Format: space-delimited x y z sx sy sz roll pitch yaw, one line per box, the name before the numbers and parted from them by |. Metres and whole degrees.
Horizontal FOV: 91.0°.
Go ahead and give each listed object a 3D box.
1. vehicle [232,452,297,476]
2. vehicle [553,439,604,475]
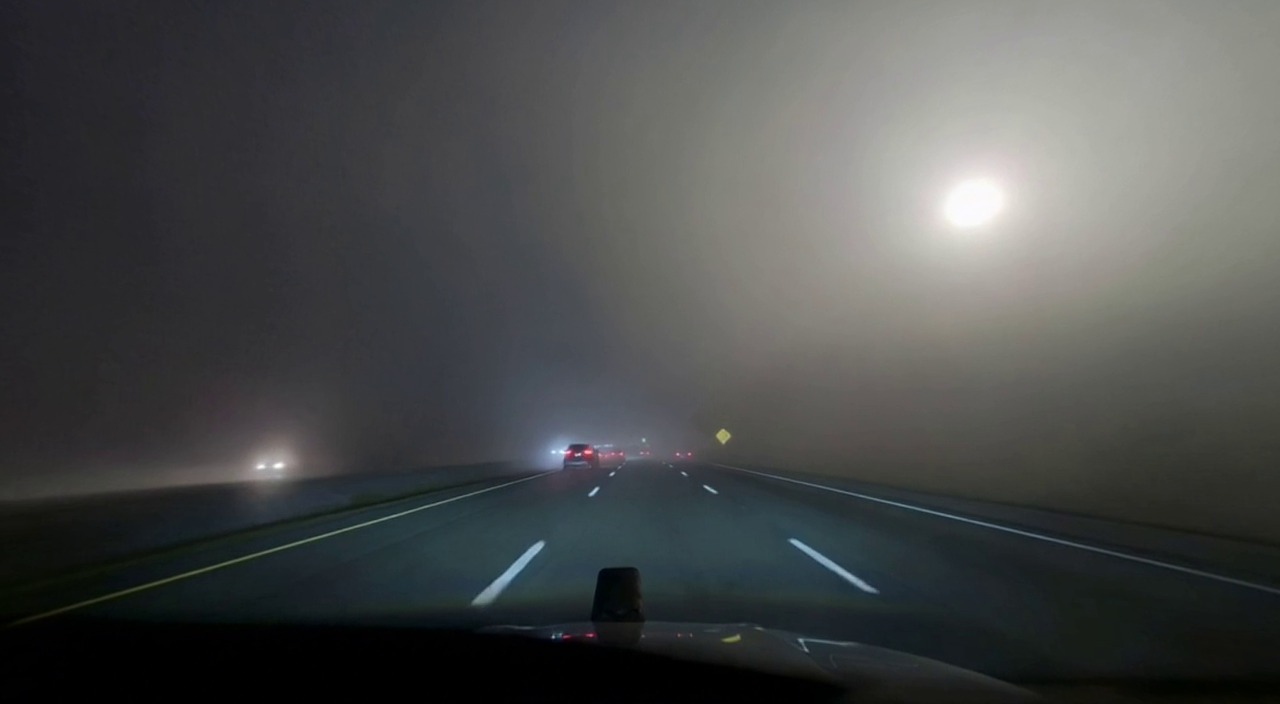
vehicle | -28.641 8.515 48.246 1.964 1.711 4.796 0 -9 1
vehicle | -3.090 5.413 32.537 2.070 1.707 4.309 0 -9 1
